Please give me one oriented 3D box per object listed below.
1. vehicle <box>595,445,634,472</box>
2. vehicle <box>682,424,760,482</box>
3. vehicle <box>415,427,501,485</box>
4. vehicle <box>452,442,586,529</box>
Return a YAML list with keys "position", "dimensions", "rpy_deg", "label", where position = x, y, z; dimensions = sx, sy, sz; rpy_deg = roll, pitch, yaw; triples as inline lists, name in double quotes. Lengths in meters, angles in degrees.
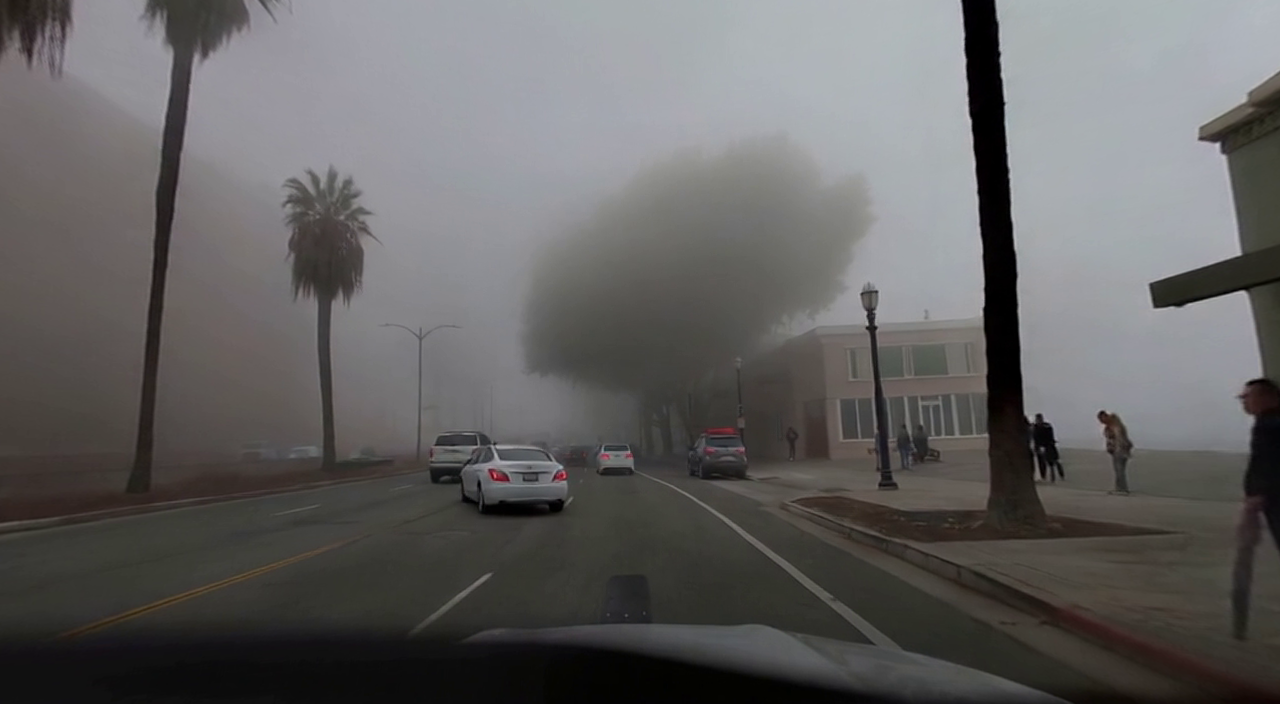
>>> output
- position: [-1.533, 6.109, 36.423]
  dimensions: [1.972, 1.473, 4.000]
  rpy_deg: [1, -9, -6]
  label: "vehicle"
- position: [3.259, 4.240, 26.621]
  dimensions: [2.126, 2.167, 5.098]
  rpy_deg: [0, -9, -5]
  label: "vehicle"
- position: [-7.085, 4.121, 25.218]
  dimensions: [2.164, 2.047, 5.455]
  rpy_deg: [0, -9, -4]
  label: "vehicle"
- position: [-2.755, 2.686, 13.430]
  dimensions: [1.930, 1.477, 4.657]
  rpy_deg: [3, -9, -22]
  label: "vehicle"
